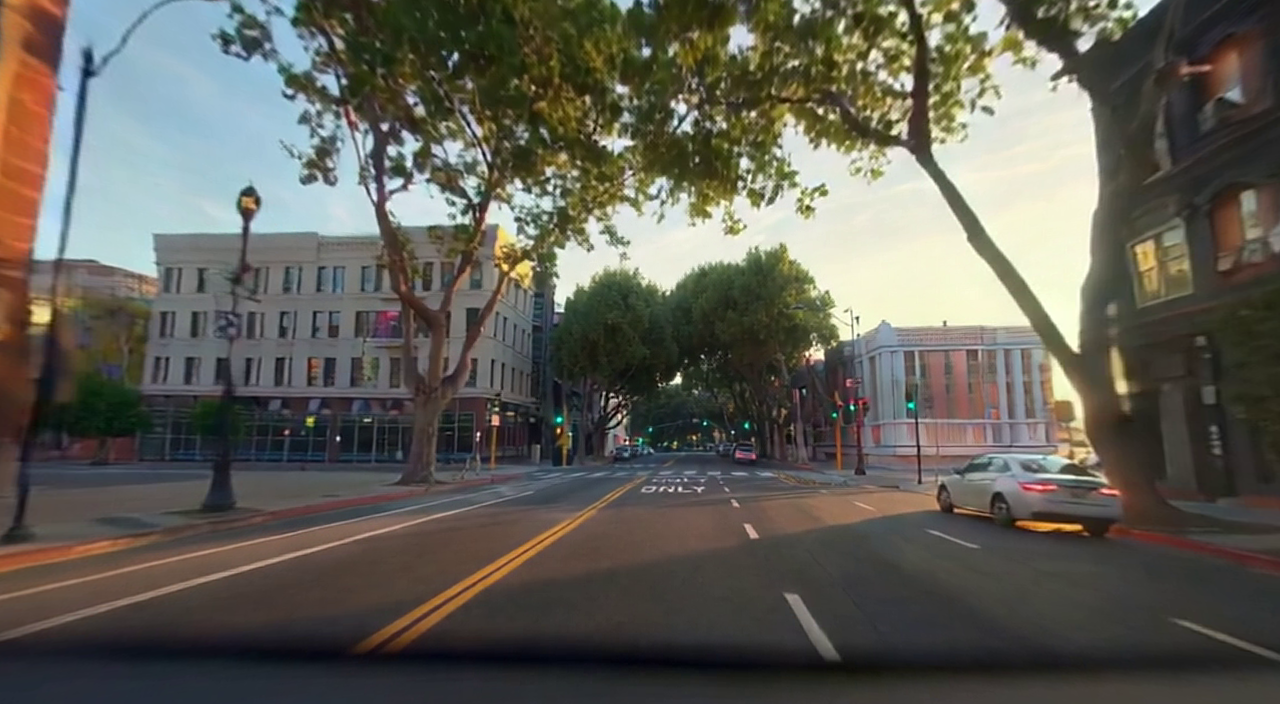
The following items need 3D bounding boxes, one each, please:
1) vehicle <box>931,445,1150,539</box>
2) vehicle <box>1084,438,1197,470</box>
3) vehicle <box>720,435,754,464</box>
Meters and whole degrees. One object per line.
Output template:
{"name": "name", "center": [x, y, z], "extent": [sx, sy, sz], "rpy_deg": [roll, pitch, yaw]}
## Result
{"name": "vehicle", "center": [7.426, 2.561, 12.279], "extent": [1.759, 1.488, 4.124], "rpy_deg": [-1, -8, 4]}
{"name": "vehicle", "center": [28.587, 5.818, 36.135], "extent": [4.525, 1.769, 2.180], "rpy_deg": [0, -8, 2]}
{"name": "vehicle", "center": [6.698, 6.762, 43.910], "extent": [1.971, 1.919, 4.748], "rpy_deg": [-1, -8, 5]}
